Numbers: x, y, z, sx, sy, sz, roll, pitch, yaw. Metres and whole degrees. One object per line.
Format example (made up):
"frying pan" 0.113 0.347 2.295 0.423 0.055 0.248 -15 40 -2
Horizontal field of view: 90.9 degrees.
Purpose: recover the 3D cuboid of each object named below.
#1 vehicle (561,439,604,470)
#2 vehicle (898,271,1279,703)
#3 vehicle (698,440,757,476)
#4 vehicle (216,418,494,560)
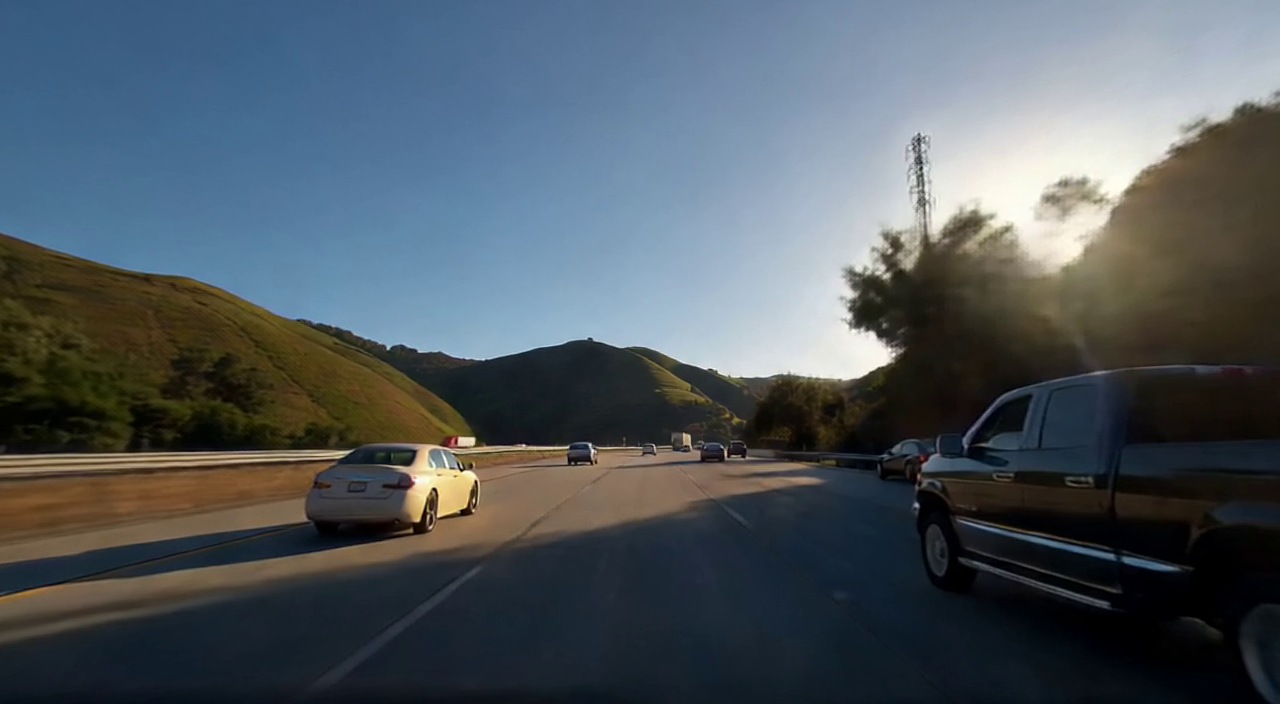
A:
"vehicle" -3.302 5.971 36.990 2.021 1.679 4.310 -1 -8 2
"vehicle" 3.462 0.786 3.205 2.098 1.925 5.171 0 -8 0
"vehicle" 3.898 4.785 28.775 2.046 1.471 4.333 0 -8 0
"vehicle" -3.862 1.944 9.688 2.113 1.636 4.494 0 -8 1
